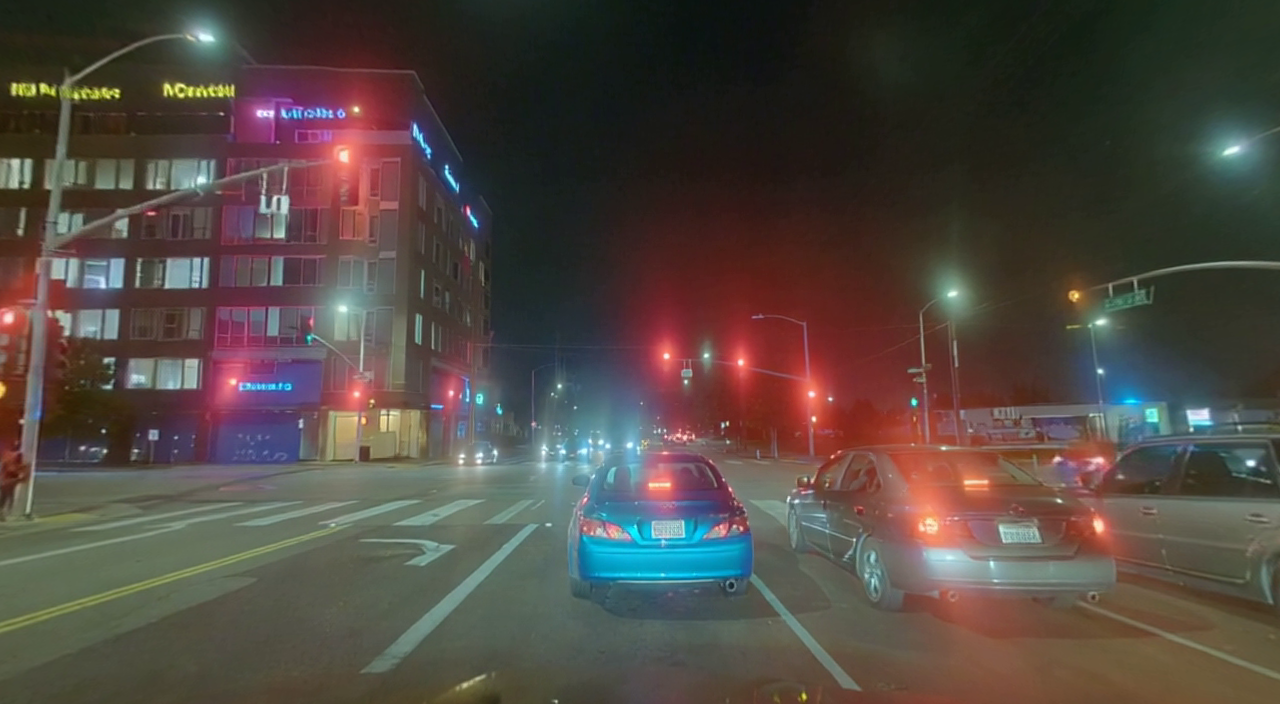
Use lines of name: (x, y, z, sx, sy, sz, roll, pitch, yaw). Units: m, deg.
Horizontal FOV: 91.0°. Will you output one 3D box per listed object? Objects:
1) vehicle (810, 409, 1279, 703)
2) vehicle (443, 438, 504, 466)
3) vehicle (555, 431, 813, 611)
vehicle: (2.819, 1.285, 4.550, 1.961, 1.498, 4.356, 0, -8, 0)
vehicle: (-10.207, 6.172, 38.923, 2.030, 1.596, 3.912, -2, -9, 13)
vehicle: (0.289, 1.698, 7.318, 2.132, 1.464, 4.089, 0, -8, -2)
